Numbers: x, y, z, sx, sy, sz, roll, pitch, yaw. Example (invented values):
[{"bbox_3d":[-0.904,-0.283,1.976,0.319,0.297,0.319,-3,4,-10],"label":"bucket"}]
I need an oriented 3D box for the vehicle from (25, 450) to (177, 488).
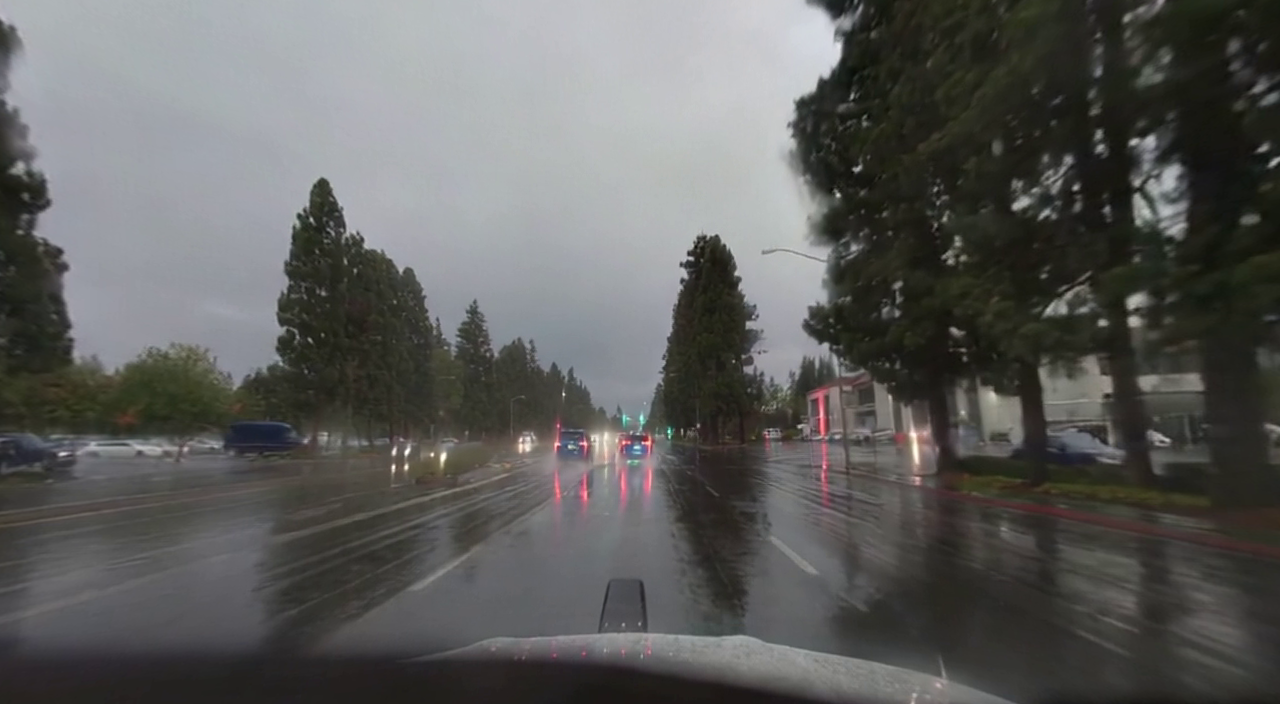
[{"bbox_3d":[-23.023,4.950,26.972,2.026,1.425,4.595,-7,-11,41],"label":"vehicle"}]

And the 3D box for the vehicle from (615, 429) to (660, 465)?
[{"bbox_3d":[-0.107,4.670,30.890,2.042,1.641,4.187,0,-8,0],"label":"vehicle"}]

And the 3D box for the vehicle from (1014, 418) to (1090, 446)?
[{"bbox_3d":[31.515,6.130,48.084,4.175,2.084,2.155,0,-9,1],"label":"vehicle"}]

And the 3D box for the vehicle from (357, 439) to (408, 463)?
[{"bbox_3d":[-19.452,7.502,47.616,1.946,1.725,4.508,0,-8,-1],"label":"vehicle"}]

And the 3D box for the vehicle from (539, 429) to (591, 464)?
[{"bbox_3d":[-3.792,4.881,32.560,2.113,1.713,4.422,0,-8,1],"label":"vehicle"}]

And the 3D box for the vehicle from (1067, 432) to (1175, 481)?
[{"bbox_3d":[14.826,3.164,19.285,3.703,1.353,1.993,8,-11,-43],"label":"vehicle"}]

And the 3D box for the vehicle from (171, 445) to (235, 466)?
[{"bbox_3d":[-34.100,8.082,49.015,3.654,1.375,1.779,-1,-6,0],"label":"vehicle"}]

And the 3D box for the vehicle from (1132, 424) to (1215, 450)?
[{"bbox_3d":[35.018,5.597,41.352,1.903,1.630,3.895,0,-8,-1],"label":"vehicle"}]
